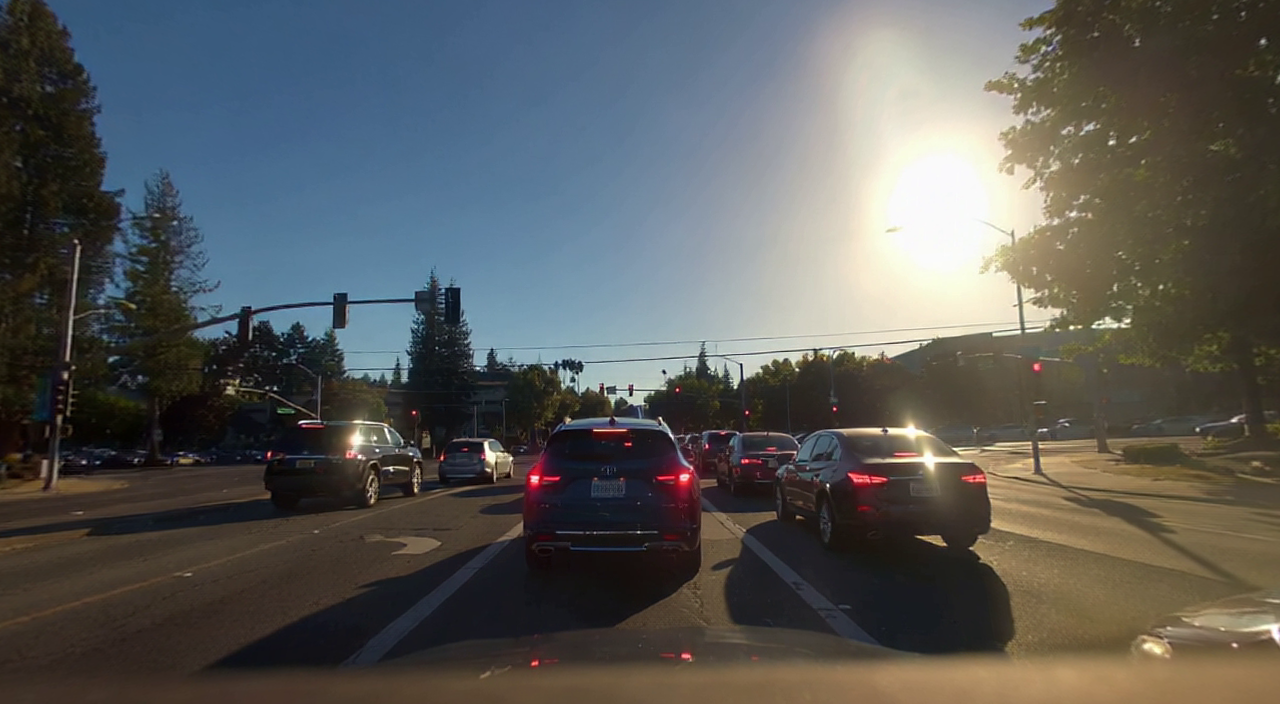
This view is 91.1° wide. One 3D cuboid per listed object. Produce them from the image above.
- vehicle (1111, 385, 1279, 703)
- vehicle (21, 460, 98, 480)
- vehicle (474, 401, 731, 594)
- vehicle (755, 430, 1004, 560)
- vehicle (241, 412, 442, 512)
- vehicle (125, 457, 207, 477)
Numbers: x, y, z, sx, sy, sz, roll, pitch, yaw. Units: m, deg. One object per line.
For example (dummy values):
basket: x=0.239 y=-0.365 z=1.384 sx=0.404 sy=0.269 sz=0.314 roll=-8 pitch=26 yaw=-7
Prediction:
vehicle: x=3.305 y=0.672 z=0.838 sx=1.980 sy=1.515 sz=4.362 roll=0 pitch=-8 yaw=1
vehicle: x=-45.652 y=9.268 z=49.421 sx=4.232 sy=1.498 sz=1.791 roll=0 pitch=-8 yaw=1
vehicle: x=-0.316 y=1.586 z=7.641 sx=2.256 sy=1.694 sz=4.055 roll=0 pitch=-8 yaw=0
vehicle: x=3.157 y=1.972 z=9.493 sx=1.971 sy=1.473 sz=4.495 roll=0 pitch=-8 yaw=0
vehicle: x=-6.720 y=2.555 z=15.011 sx=2.214 sy=1.953 sz=5.017 roll=0 pitch=-8 yaw=1
vehicle: x=-37.305 y=9.048 z=49.493 sx=4.914 sy=1.487 sz=1.850 roll=0 pitch=-8 yaw=0
